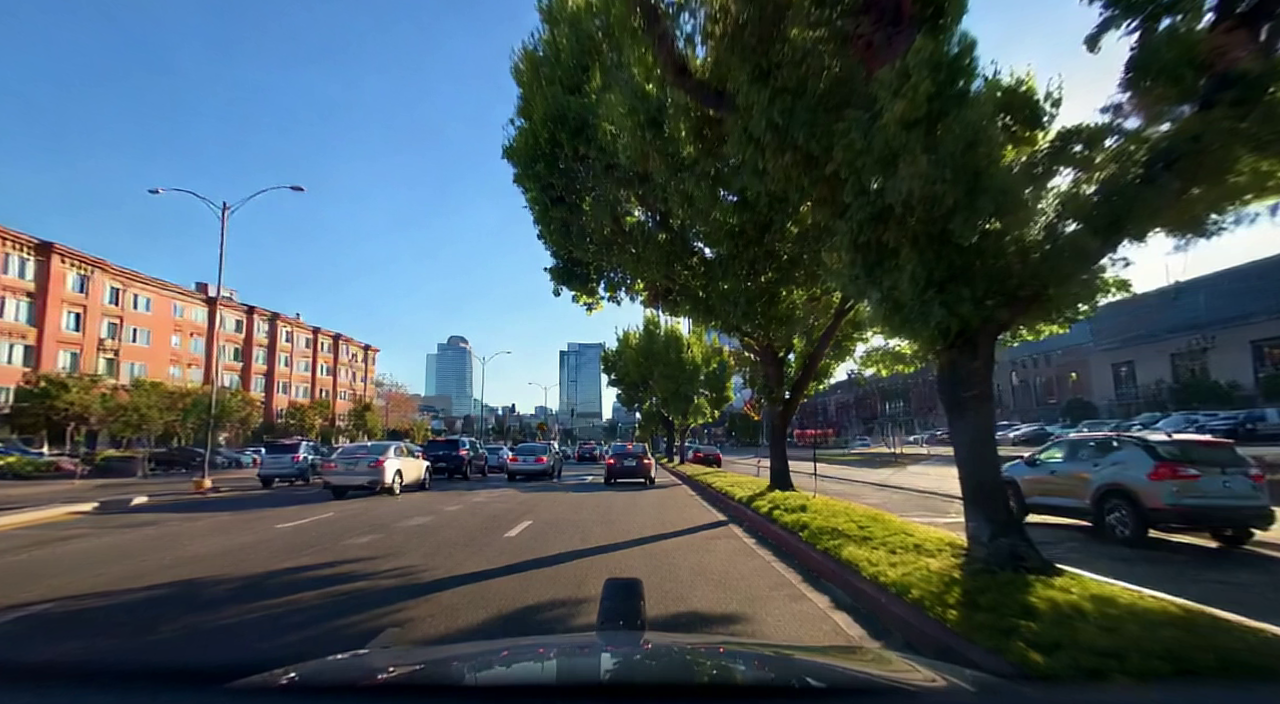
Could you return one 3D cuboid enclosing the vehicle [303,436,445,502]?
[{"bbox_3d":[-6.877,3.061,16.964,1.877,1.493,4.624,0,-9,-1],"label":"vehicle"}]

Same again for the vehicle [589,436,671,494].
[{"bbox_3d":[-0.274,3.322,18.913,2.161,1.501,4.184,0,-9,0],"label":"vehicle"}]

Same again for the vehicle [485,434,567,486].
[{"bbox_3d":[-3.883,3.771,22.333,2.009,1.619,4.376,0,-9,1],"label":"vehicle"}]

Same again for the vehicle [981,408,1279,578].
[{"bbox_3d":[6.654,1.711,8.410,1.889,1.681,4.120,0,-9,0],"label":"vehicle"}]

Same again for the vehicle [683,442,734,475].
[{"bbox_3d":[3.253,5.154,30.771,1.905,1.473,4.183,0,-9,-1],"label":"vehicle"}]
